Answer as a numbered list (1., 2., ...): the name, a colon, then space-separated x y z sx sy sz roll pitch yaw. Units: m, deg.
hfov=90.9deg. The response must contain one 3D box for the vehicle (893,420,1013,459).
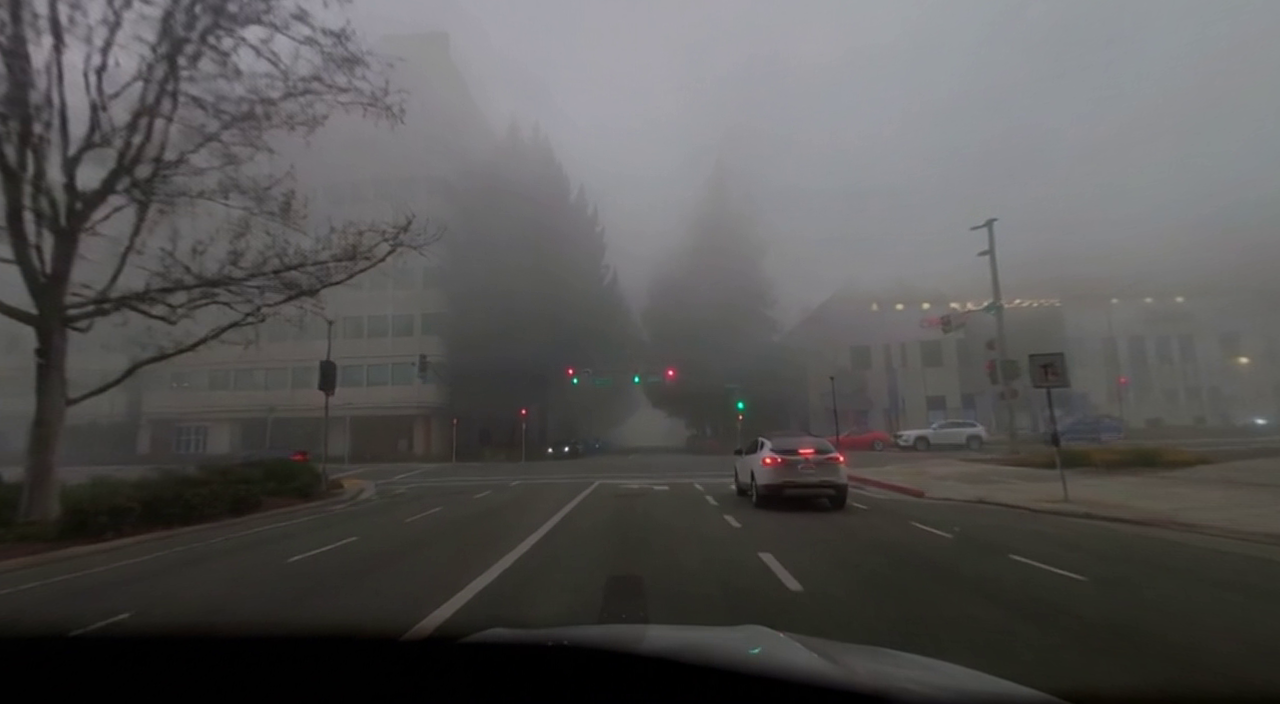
1. vehicle: 14.755 4.158 29.941 4.611 1.778 1.939 0 -8 0

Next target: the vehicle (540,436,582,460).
1. vehicle: -5.817 7.152 46.970 1.972 1.693 4.516 -1 -8 7

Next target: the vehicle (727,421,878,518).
1. vehicle: 2.964 2.223 12.427 1.947 1.576 3.825 0 -8 0

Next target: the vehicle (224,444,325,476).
1. vehicle: -18.822 5.548 32.537 4.037 1.562 2.099 -2 -8 12
